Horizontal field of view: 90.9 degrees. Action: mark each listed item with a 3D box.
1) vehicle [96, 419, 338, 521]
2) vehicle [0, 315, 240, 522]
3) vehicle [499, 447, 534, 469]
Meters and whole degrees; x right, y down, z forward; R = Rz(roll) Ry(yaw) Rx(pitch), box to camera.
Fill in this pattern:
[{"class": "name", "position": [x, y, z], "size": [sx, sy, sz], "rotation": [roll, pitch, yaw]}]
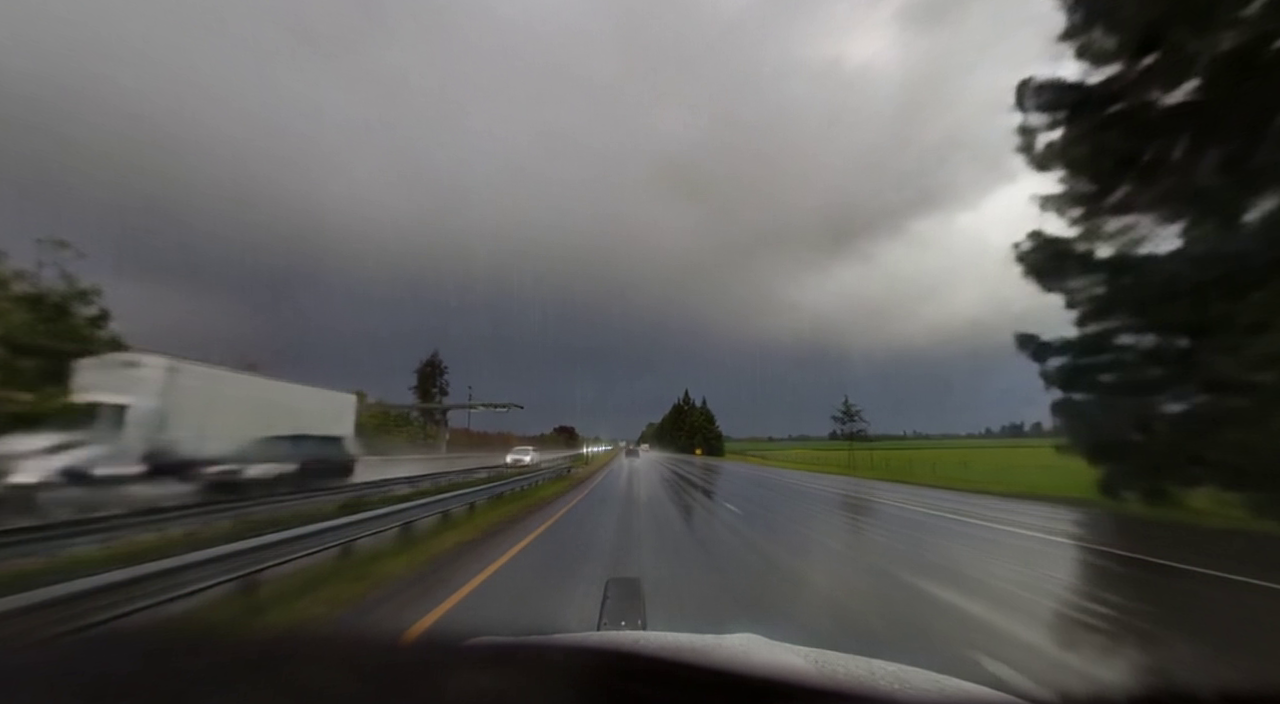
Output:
[{"class": "vehicle", "position": [-8.371, 2.379, 13.117], "size": [2.060, 1.750, 4.253], "rotation": [0, -9, 0]}, {"class": "vehicle", "position": [-12.776, 1.659, 14.623], "size": [3.023, 3.837, 5.876], "rotation": [0, -9, -1]}, {"class": "vehicle", "position": [-8.531, 7.343, 43.749], "size": [1.739, 1.432, 3.639], "rotation": [0, -9, -1]}]
